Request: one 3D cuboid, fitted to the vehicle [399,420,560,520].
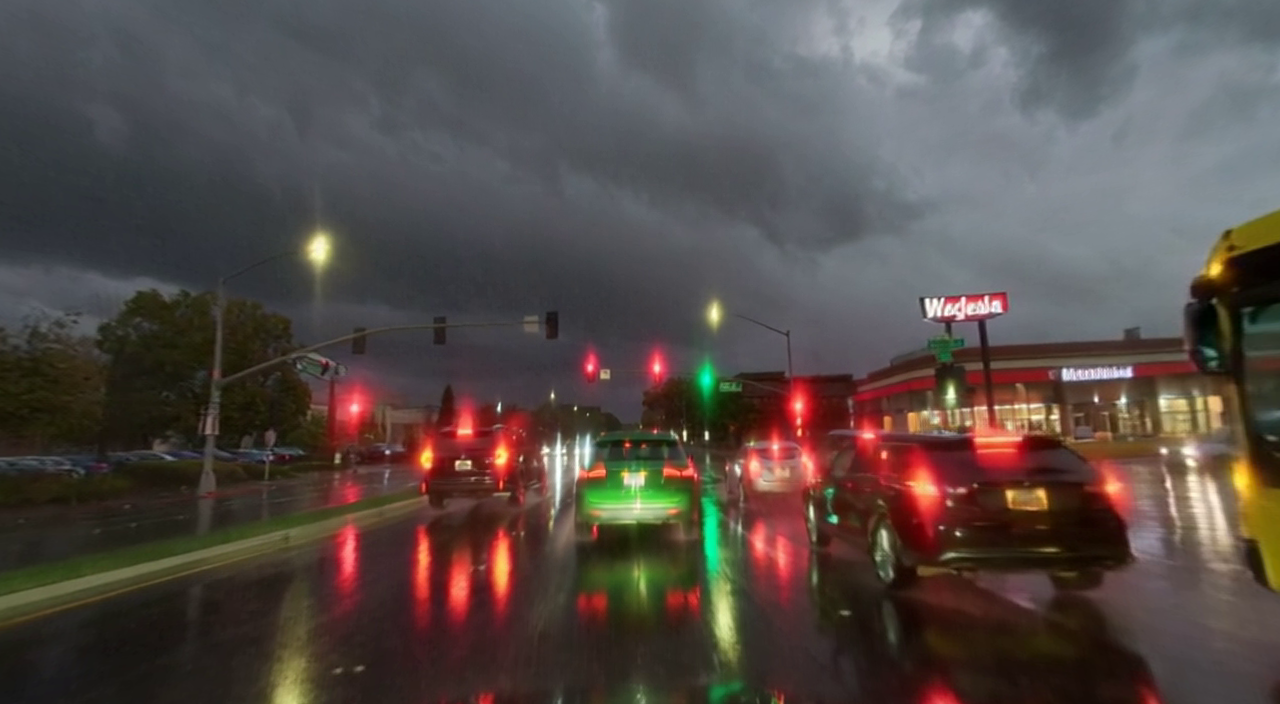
[{"bbox_3d":[-3.058,2.382,13.190,2.180,1.708,4.397,0,-9,0],"label":"vehicle"}]

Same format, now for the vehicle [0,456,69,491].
[{"bbox_3d":[-27.878,5.303,27.606,3.838,1.433,1.967,4,-10,-28],"label":"vehicle"}]

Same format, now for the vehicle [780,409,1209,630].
[{"bbox_3d":[2.937,1.481,6.591,1.922,1.508,4.330,0,-9,0],"label":"vehicle"}]

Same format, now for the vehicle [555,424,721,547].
[{"bbox_3d":[-0.027,1.959,9.855,2.071,1.525,3.723,0,-9,0],"label":"vehicle"}]

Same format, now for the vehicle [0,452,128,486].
[{"bbox_3d":[-28.058,5.628,30.710,4.469,1.498,1.908,4,-9,-24],"label":"vehicle"}]
